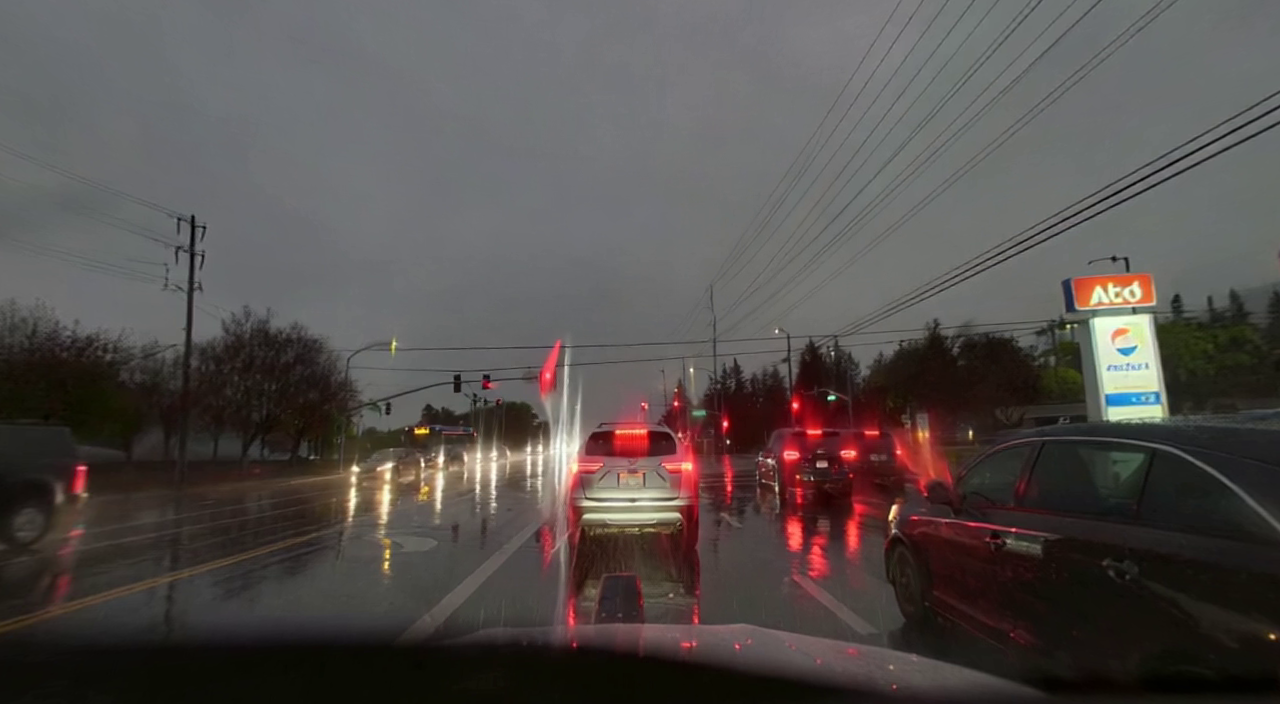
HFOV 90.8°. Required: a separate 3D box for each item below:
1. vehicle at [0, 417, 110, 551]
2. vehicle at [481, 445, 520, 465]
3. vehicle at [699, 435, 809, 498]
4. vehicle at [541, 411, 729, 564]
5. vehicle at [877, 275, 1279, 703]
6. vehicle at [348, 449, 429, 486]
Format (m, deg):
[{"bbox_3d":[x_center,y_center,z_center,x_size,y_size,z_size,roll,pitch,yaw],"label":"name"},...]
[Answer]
[{"bbox_3d":[-10.586,1.778,8.122,2.333,1.950,5.941,0,-9,1],"label":"vehicle"},{"bbox_3d":[-10.756,7.979,49.041,2.030,1.498,4.690,0,-9,0],"label":"vehicle"},{"bbox_3d":[2.892,3.041,17.170,2.040,1.481,4.407,0,-9,-2],"label":"vehicle"},{"bbox_3d":[-0.104,1.805,9.109,2.087,1.677,4.053,0,-9,-1],"label":"vehicle"},{"bbox_3d":[3.101,0.833,3.209,2.049,1.813,4.245,0,-9,-1],"label":"vehicle"},{"bbox_3d":[-10.486,4.818,26.656,1.812,1.403,3.918,0,-9,0],"label":"vehicle"}]
